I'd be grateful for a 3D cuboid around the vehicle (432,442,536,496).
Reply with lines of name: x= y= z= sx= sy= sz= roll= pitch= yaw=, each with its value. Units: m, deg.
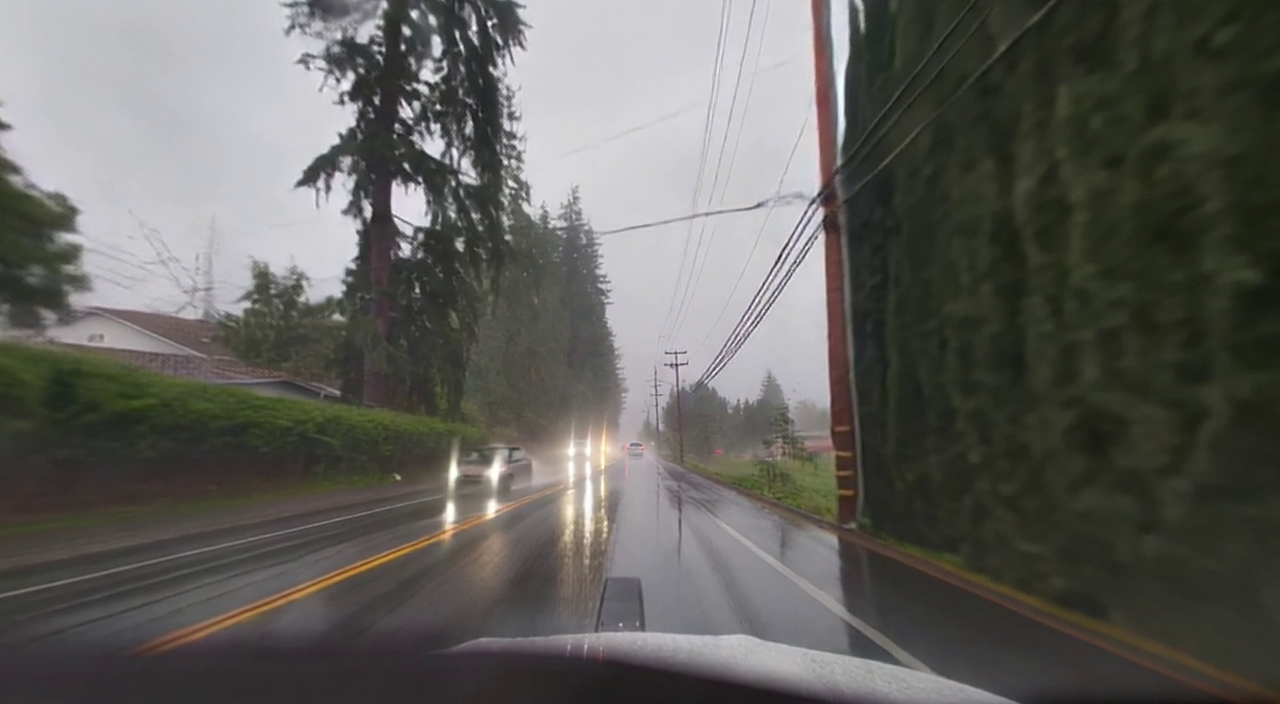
vehicle: x=-4.740 y=3.594 z=19.881 sx=2.069 sy=1.471 sz=4.226 roll=-1 pitch=-8 yaw=2
